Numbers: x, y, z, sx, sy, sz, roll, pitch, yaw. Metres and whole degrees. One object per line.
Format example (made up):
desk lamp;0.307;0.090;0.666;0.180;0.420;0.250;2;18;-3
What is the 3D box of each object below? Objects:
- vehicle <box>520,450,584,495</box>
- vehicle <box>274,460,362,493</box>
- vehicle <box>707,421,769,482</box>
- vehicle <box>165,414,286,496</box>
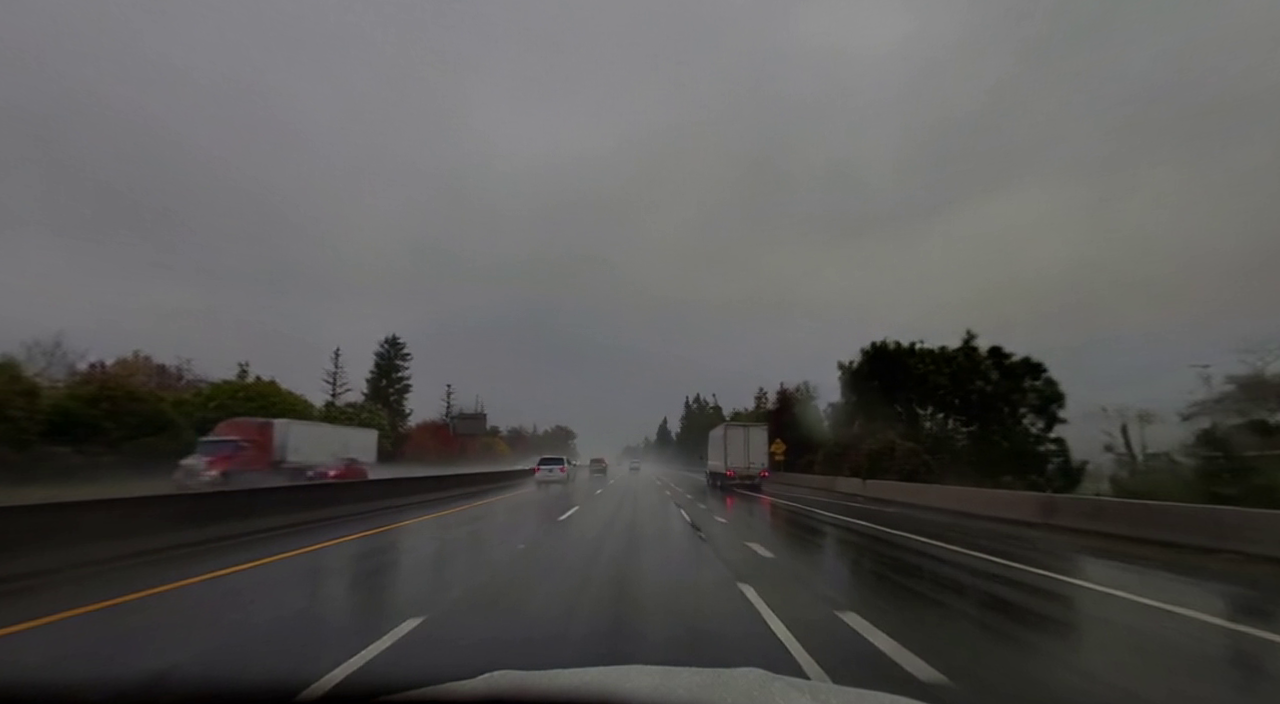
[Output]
vehicle;-4.011;5.623;29.586;2.272;1.873;4.832;1;-10;0
vehicle;-15.502;6.014;30.595;2.008;1.487;4.180;1;-10;0
vehicle;7.328;7.868;48.591;3.235;4.088;9.243;1;-12;0
vehicle;-19.383;4.866;29.741;2.975;3.552;3.526;1;-10;1
